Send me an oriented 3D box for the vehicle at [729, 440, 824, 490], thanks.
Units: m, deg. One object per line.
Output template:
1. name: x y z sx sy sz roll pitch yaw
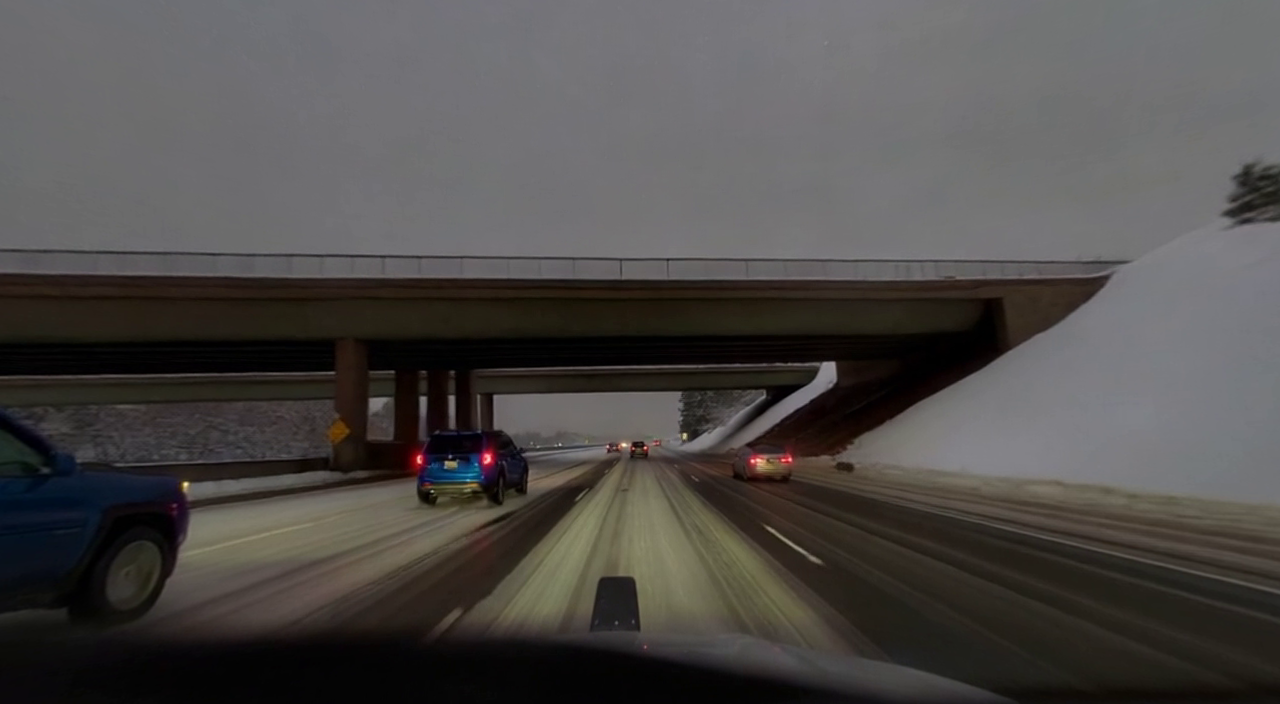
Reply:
1. vehicle: 4.307 3.622 20.686 2.083 1.453 4.307 0 -8 -1

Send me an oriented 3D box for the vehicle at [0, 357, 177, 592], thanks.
1. vehicle: -6.572 0.944 4.692 2.327 1.958 5.113 0 -8 0

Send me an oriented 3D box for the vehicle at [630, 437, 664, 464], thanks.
1. vehicle: 0.506 7.150 46.162 2.428 1.841 4.402 0 -8 1

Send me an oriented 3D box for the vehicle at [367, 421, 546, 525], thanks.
1. vehicle: -3.239 2.233 12.204 2.193 1.641 4.077 0 -8 1
